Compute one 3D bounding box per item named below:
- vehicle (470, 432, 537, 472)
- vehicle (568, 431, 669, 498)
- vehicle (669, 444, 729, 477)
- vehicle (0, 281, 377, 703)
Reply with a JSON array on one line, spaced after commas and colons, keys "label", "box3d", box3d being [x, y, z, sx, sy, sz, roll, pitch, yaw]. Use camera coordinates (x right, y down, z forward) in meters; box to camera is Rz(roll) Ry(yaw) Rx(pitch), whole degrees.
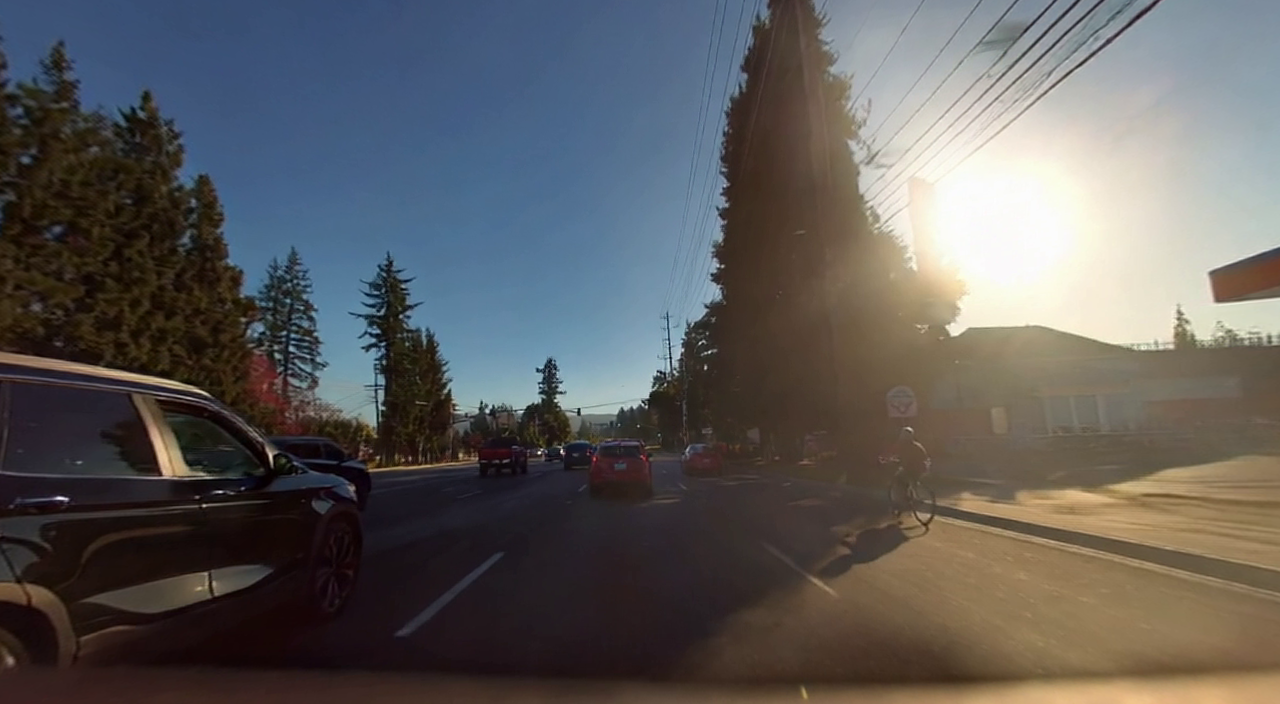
[{"label": "vehicle", "box3d": [-7.009, 5.206, 33.148, 2.385, 1.918, 5.056, 0, -9, 0]}, {"label": "vehicle", "box3d": [-0.470, 2.765, 15.848, 2.189, 1.437, 4.135, 0, -9, 0]}, {"label": "vehicle", "box3d": [2.501, 4.753, 27.929, 2.065, 1.302, 4.416, 0, -8, -2]}, {"label": "vehicle", "box3d": [-3.058, 0.687, 2.662, 1.922, 1.642, 4.547, 0, -9, 0]}]
